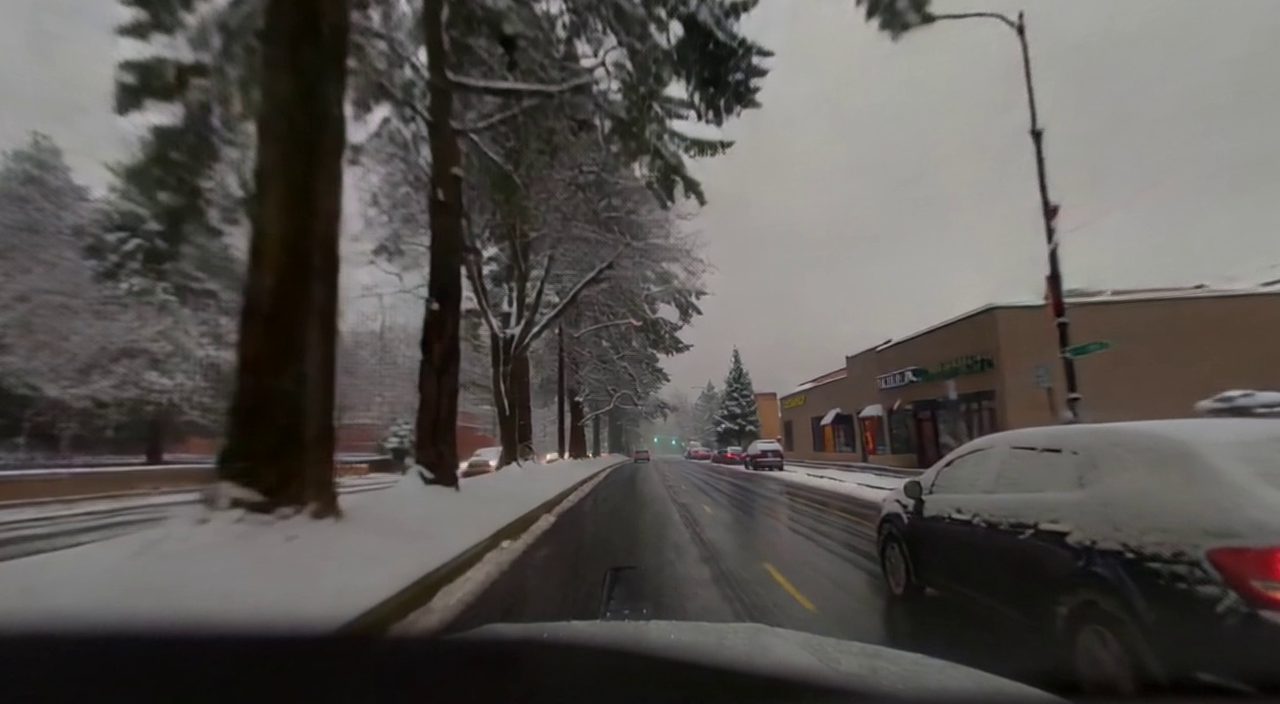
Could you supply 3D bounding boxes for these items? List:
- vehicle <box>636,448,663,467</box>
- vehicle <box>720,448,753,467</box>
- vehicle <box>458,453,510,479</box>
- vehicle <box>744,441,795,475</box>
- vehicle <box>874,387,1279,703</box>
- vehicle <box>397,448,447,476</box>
[{"bbox_3d":[0.674,7.810,46.858,1.945,1.343,3.827,0,-8,0],"label":"vehicle"},{"bbox_3d":[7.563,8.314,49.823,1.874,1.438,4.466,0,-9,0],"label":"vehicle"},{"bbox_3d":[-8.408,6.152,34.282,1.748,1.278,4.300,0,-9,0],"label":"vehicle"},{"bbox_3d":[7.550,6.199,37.176,2.050,1.838,4.535,0,-9,0],"label":"vehicle"},{"bbox_3d":[2.956,1.045,3.160,1.989,1.498,4.050,0,-9,0],"label":"vehicle"},{"bbox_3d":[-15.860,8.017,46.094,1.972,1.898,4.556,0,-9,0],"label":"vehicle"}]
